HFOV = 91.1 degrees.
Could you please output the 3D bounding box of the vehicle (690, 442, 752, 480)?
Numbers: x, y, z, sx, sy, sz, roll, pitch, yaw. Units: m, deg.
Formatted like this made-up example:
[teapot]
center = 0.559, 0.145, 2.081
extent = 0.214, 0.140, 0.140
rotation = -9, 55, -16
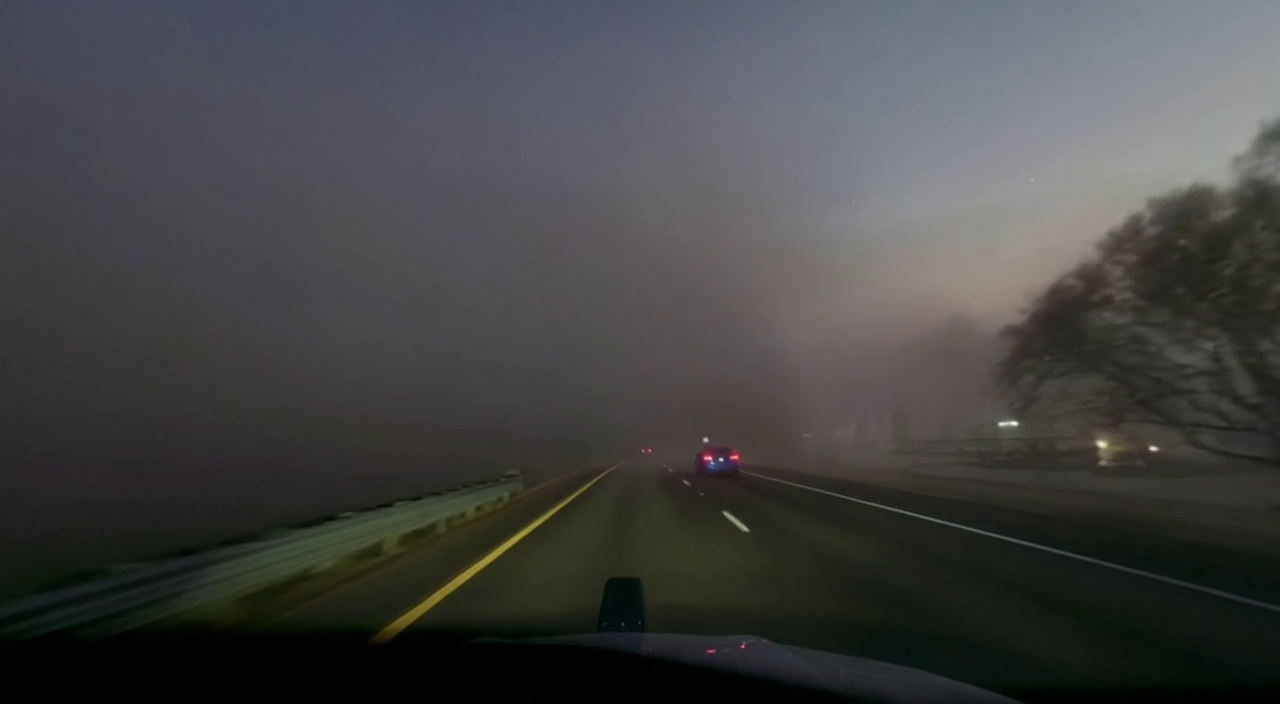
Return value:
[vehicle]
center = 3.437, 4.708, 27.323
extent = 2.079, 1.531, 3.997
rotation = 0, -9, -1
